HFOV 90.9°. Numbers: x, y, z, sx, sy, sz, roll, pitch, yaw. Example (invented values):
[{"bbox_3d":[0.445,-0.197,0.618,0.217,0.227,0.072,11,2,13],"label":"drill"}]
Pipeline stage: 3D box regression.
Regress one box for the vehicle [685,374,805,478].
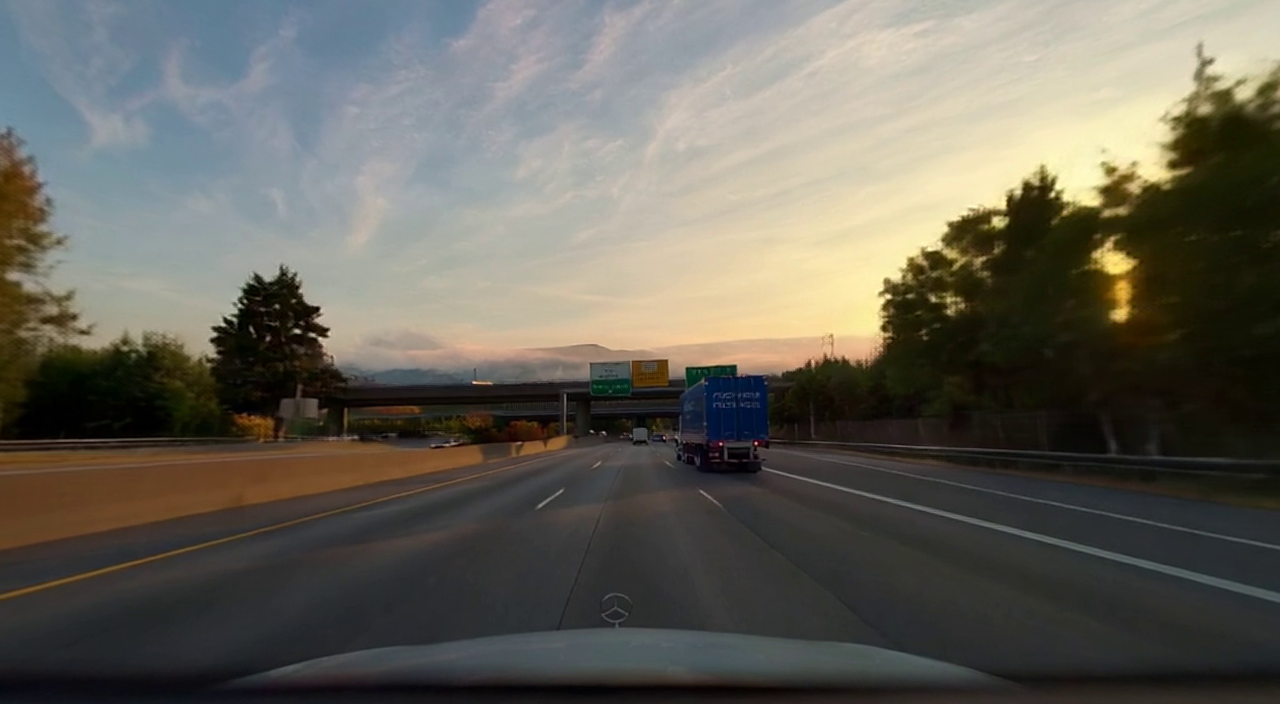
[{"bbox_3d":[3.839,3.169,26.157,2.849,3.391,11.018,0,-8,-1],"label":"vehicle"}]
